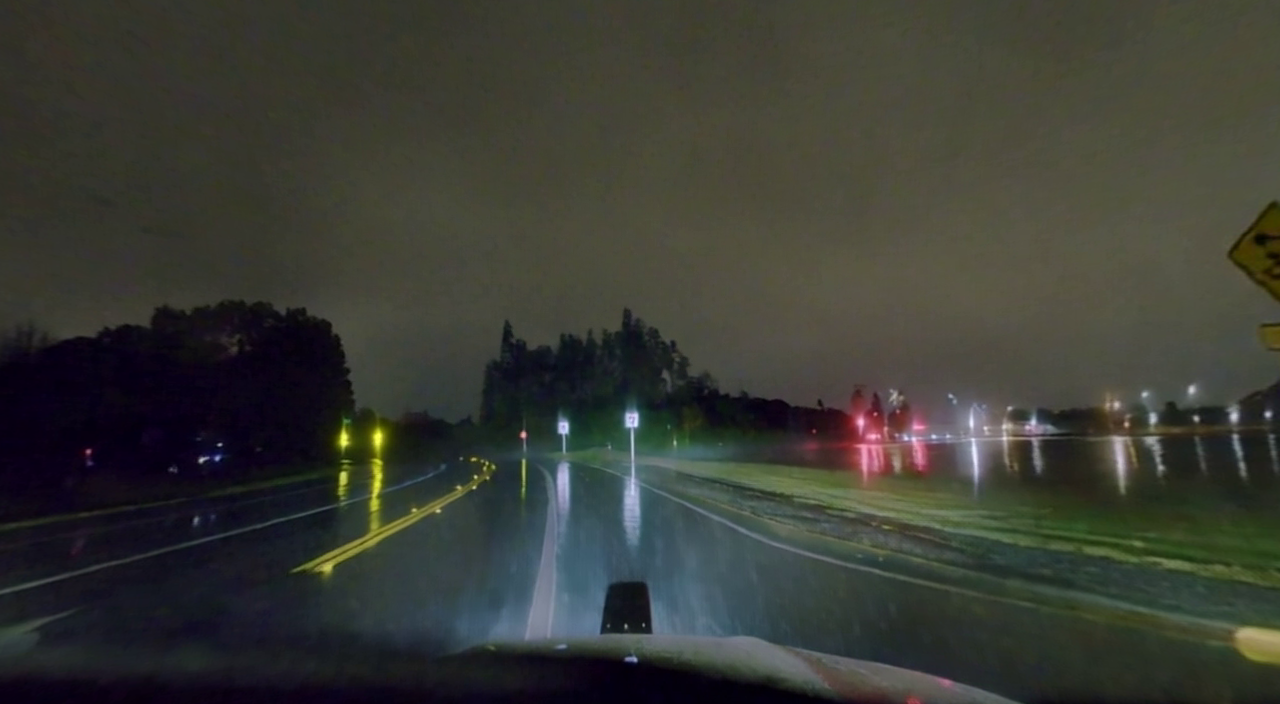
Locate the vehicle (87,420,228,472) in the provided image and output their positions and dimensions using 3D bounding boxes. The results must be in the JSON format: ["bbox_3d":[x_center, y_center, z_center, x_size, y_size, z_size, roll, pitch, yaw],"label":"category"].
[{"bbox_3d":[-19.764,3.860,25.860,4.699,1.996,2.116,-3,-9,17],"label":"vehicle"}]
